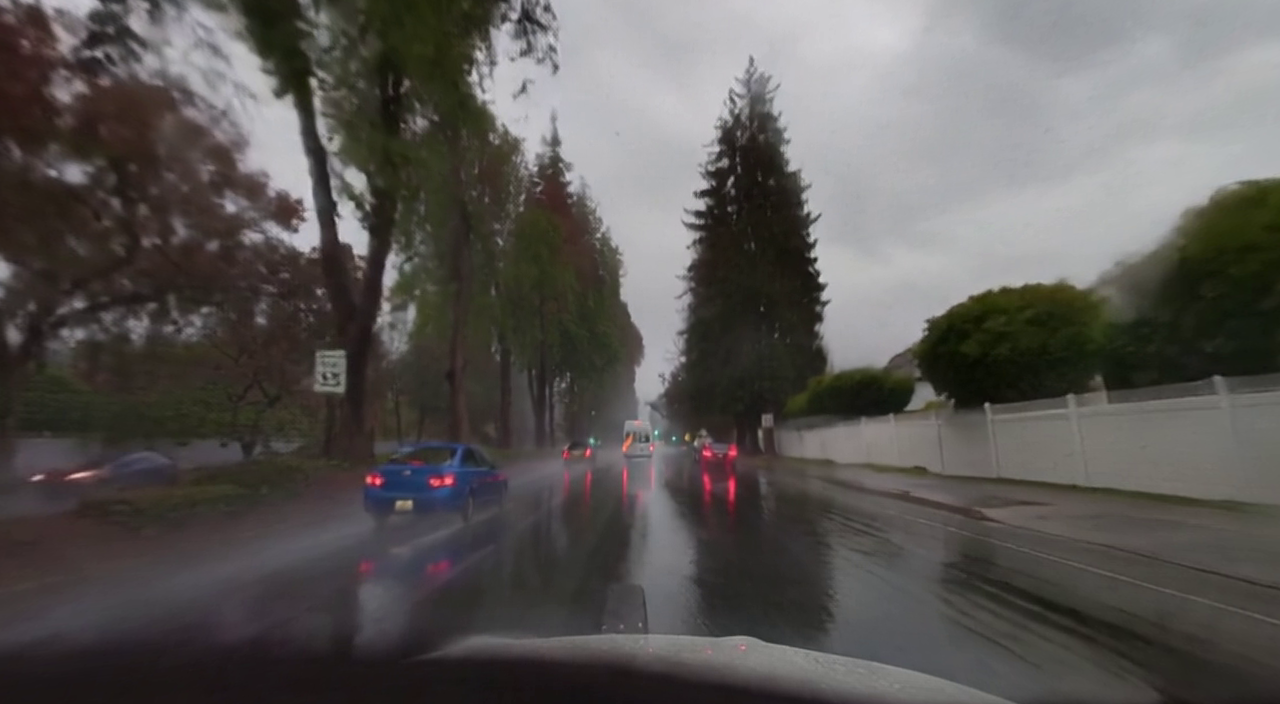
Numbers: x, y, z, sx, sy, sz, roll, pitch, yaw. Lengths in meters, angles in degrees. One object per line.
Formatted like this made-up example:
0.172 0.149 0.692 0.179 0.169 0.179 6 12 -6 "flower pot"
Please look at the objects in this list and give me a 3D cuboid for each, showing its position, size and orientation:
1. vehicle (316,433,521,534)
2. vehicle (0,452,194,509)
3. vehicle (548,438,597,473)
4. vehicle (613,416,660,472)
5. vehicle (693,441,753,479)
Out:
-3.733 2.293 11.664 2.036 1.474 4.647 0 -8 1 "vehicle"
-17.365 4.056 20.413 1.931 1.525 5.106 0 -8 1 "vehicle"
-3.541 5.506 33.708 2.021 1.715 4.329 0 -8 1 "vehicle"
-0.192 4.948 33.803 2.311 2.726 5.814 0 -8 0 "vehicle"
3.487 4.624 27.144 1.945 1.469 4.258 0 -8 -1 "vehicle"
